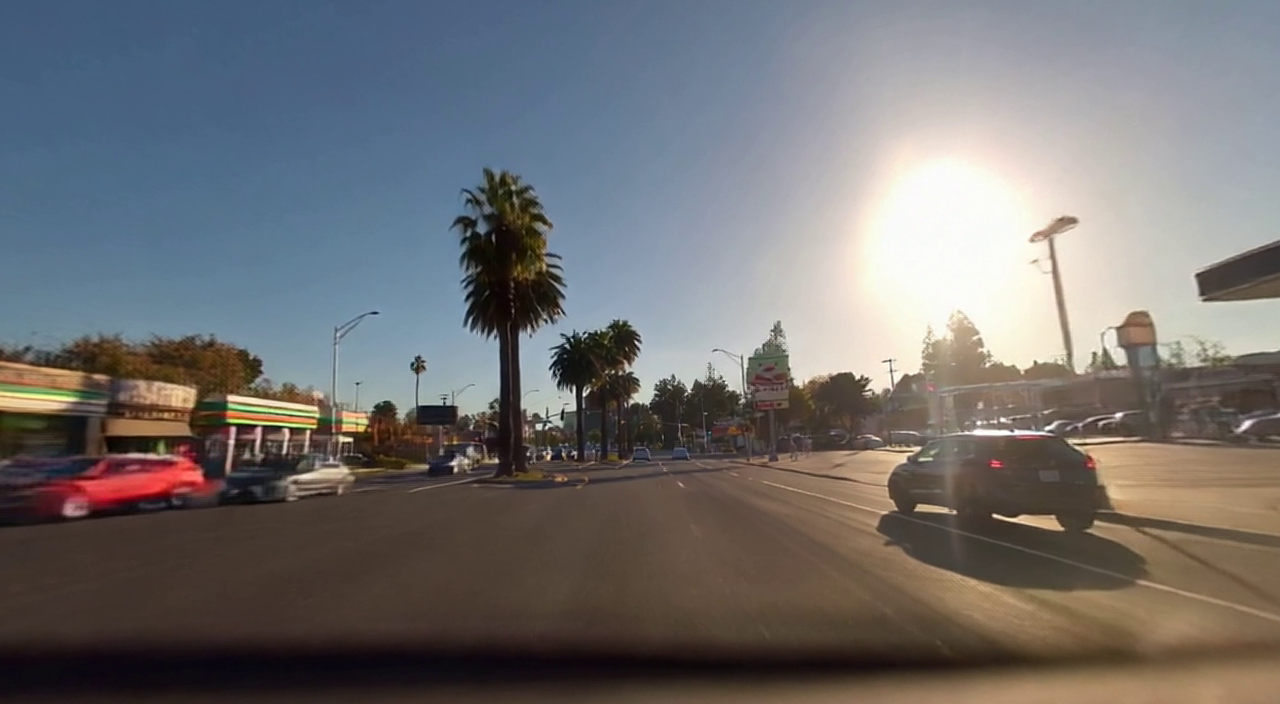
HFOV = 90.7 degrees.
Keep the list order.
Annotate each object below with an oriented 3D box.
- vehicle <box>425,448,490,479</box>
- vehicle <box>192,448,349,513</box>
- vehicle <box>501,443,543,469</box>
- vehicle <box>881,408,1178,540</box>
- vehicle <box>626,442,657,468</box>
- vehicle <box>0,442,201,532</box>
[{"bbox_3d":[-9.419,5.754,33.050,1.931,1.479,4.555,-1,-9,1],"label":"vehicle"},{"bbox_3d":[-9.246,3.204,16.228,1.806,1.444,3.606,-1,-9,1],"label":"vehicle"},{"bbox_3d":[-9.043,8.006,48.899,2.169,1.910,4.745,-1,-9,2],"label":"vehicle"},{"bbox_3d":[6.352,2.066,11.275,2.066,1.807,4.893,0,-9,-1],"label":"vehicle"},{"bbox_3d":[0.107,7.398,45.581,2.177,1.754,3.815,0,-9,0],"label":"vehicle"},{"bbox_3d":[-12.699,2.963,14.535,2.082,1.720,4.316,0,-9,0],"label":"vehicle"}]
